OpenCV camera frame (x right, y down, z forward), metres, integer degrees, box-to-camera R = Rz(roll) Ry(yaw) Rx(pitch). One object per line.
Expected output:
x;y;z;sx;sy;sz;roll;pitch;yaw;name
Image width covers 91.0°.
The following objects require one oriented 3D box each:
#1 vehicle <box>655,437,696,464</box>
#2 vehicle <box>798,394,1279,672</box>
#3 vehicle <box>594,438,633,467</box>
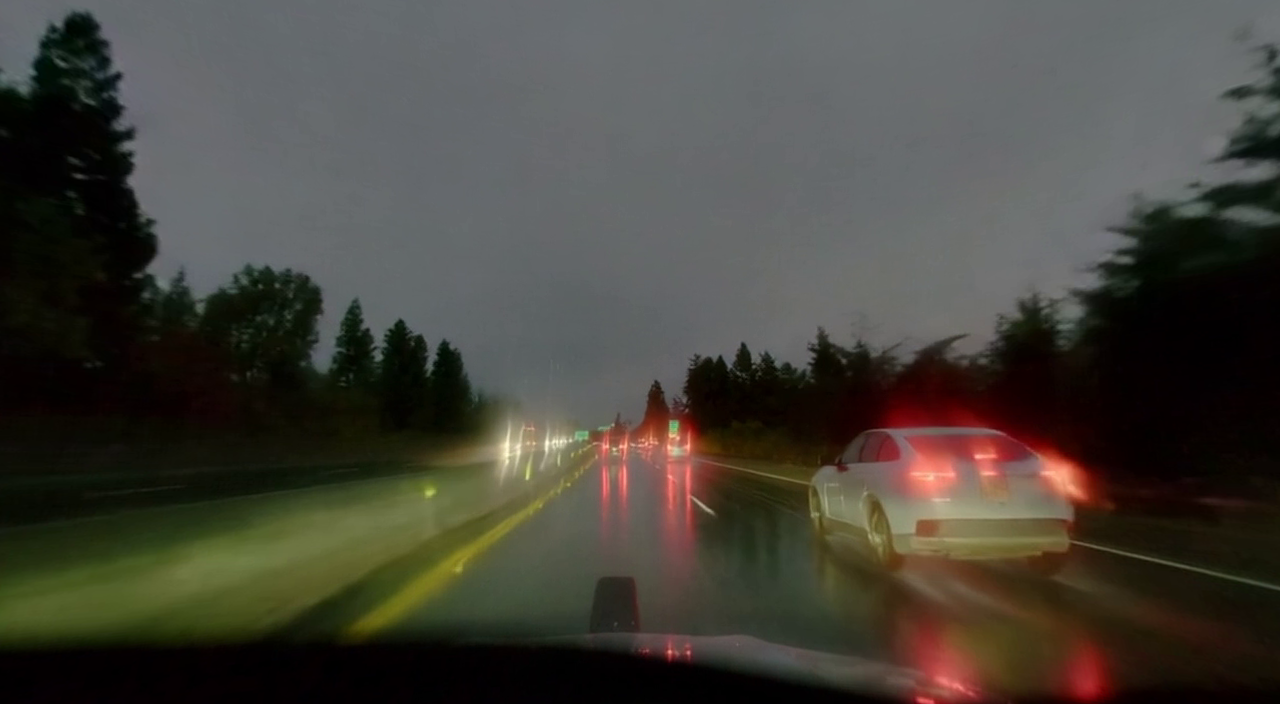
2.132;6.057;38.909;2.146;1.546;3.796;0;-8;-2;vehicle
3.310;1.389;6.212;2.055;1.566;5.046;0;-8;-2;vehicle
-1.592;5.898;37.125;2.178;1.559;4.254;0;-8;-3;vehicle
